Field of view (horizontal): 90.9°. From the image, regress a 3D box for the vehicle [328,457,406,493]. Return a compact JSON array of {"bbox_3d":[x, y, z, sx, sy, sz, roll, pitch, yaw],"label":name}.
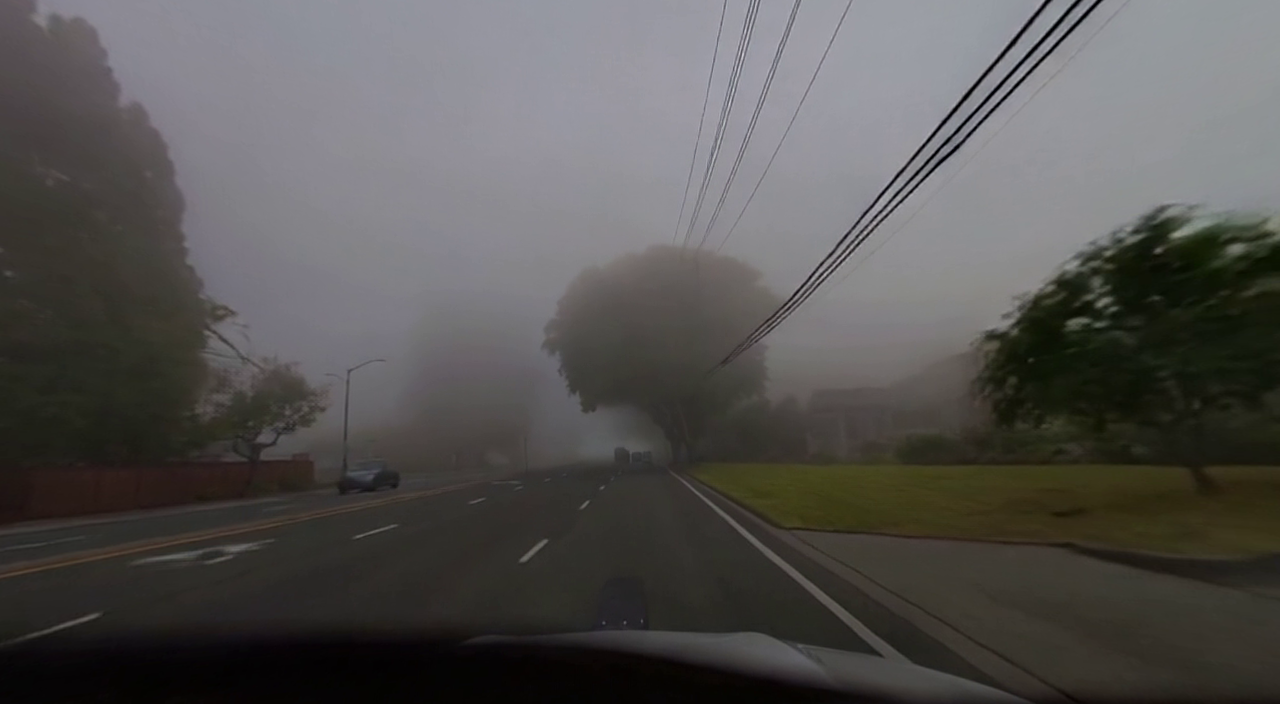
[{"bbox_3d":[-14.178,6.389,33.071,1.996,1.695,4.635,0,-9,0],"label":"vehicle"}]
